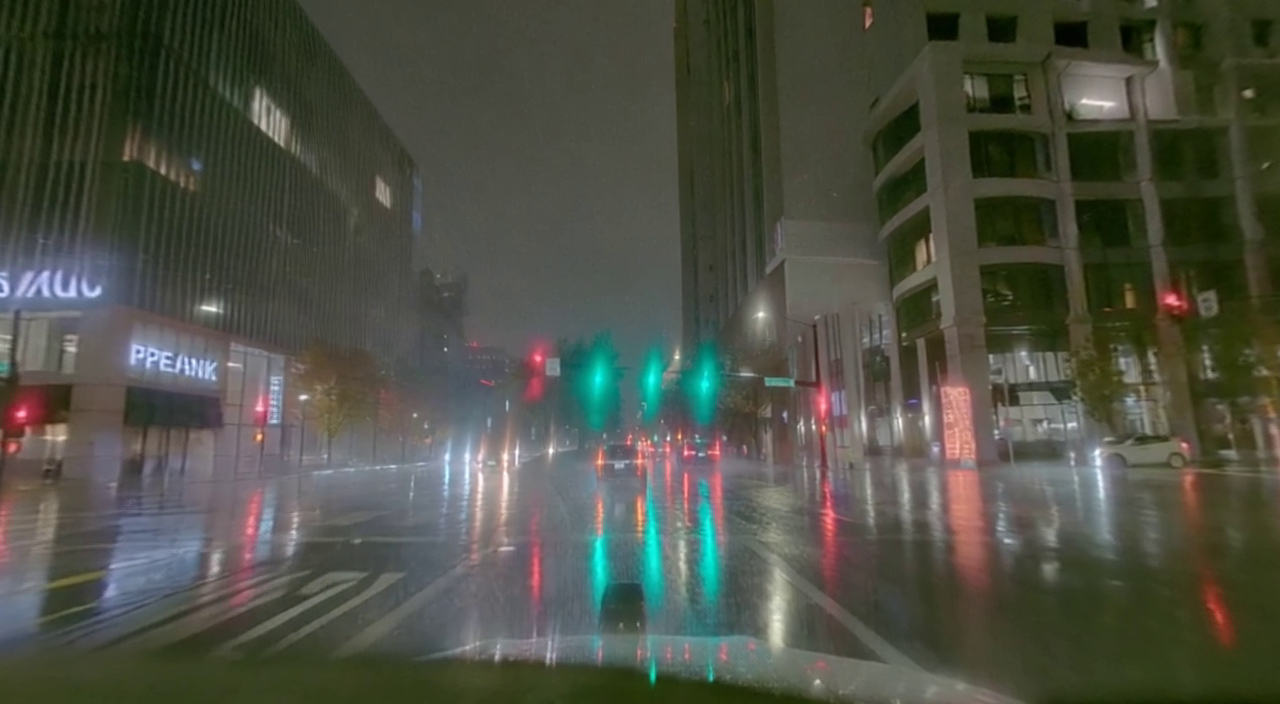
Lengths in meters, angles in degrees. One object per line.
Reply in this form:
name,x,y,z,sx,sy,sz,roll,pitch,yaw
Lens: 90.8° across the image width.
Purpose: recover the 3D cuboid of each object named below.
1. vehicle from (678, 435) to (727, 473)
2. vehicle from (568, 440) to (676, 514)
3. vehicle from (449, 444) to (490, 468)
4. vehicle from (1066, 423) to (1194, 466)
vehicle,3.220,5.335,33.333,2.078,1.799,4.089,1,-7,-1
vehicle,-0.400,2.786,14.710,2.144,1.398,3.963,1,-7,-1
vehicle,-12.685,7.745,47.158,2.000,1.507,4.286,-3,-8,-2
vehicle,23.964,4.546,31.018,4.384,2.000,2.345,1,-9,-4
